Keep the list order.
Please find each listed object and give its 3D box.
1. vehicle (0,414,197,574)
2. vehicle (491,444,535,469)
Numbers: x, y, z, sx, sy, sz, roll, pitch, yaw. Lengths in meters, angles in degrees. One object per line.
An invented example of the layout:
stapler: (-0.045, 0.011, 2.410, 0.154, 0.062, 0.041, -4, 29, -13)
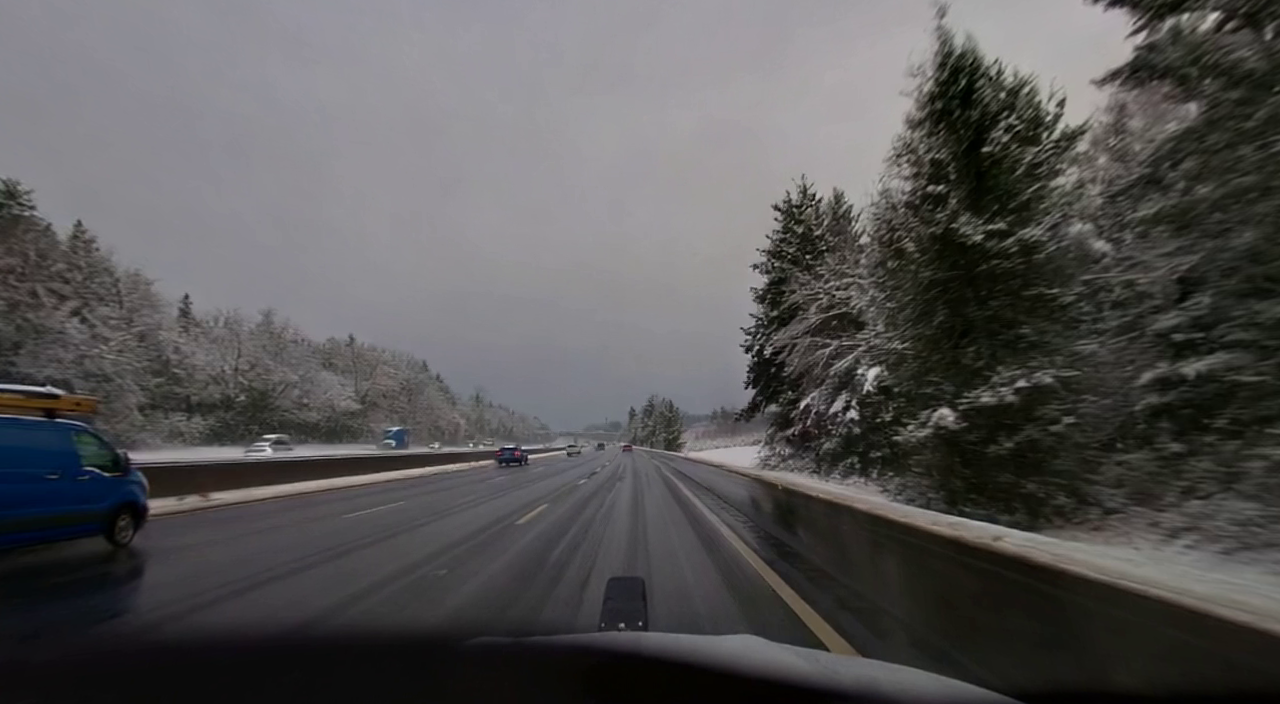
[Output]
vehicle: (-8.163, 1.676, 7.634, 2.093, 1.752, 4.771, 0, -9, 0)
vehicle: (-8.110, 6.752, 40.777, 1.958, 1.499, 4.437, 0, -9, 0)
